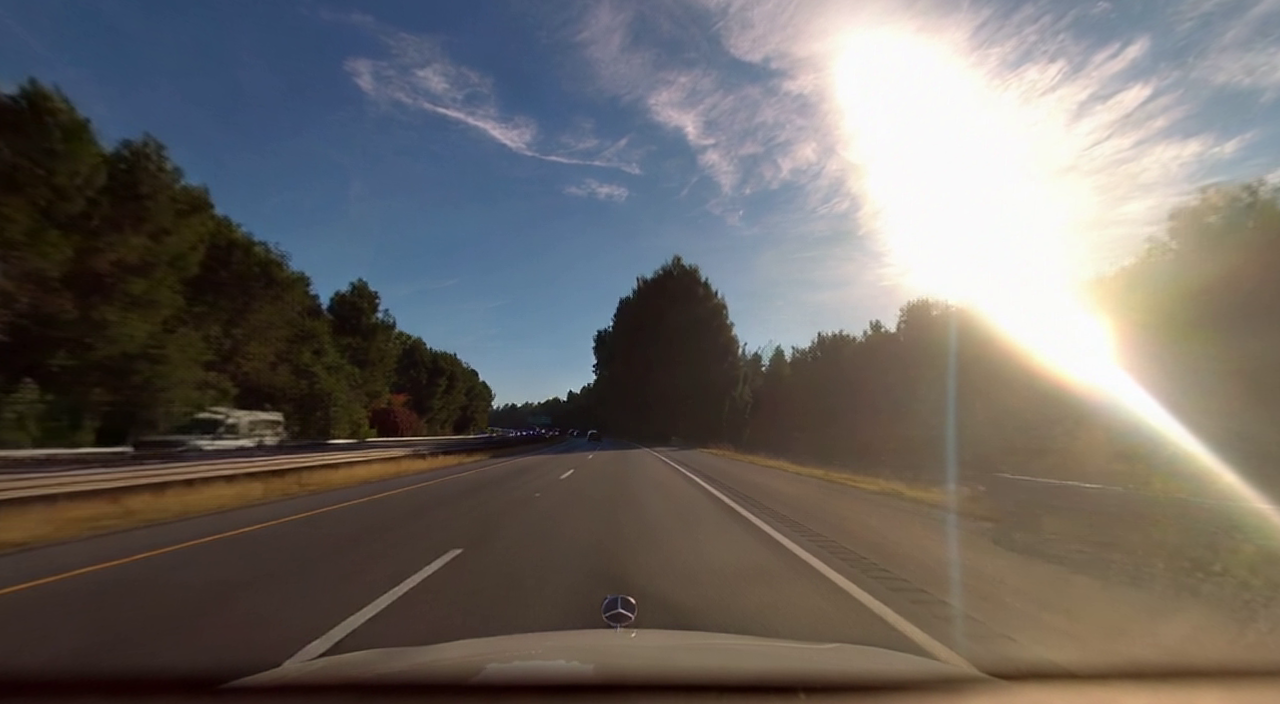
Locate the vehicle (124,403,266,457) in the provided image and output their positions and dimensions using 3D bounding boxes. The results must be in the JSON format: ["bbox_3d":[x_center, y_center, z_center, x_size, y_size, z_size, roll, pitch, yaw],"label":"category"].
[{"bbox_3d":[-17.642,3.170,25.321,2.171,1.969,4.913,0,-8,-1],"label":"vehicle"}]
